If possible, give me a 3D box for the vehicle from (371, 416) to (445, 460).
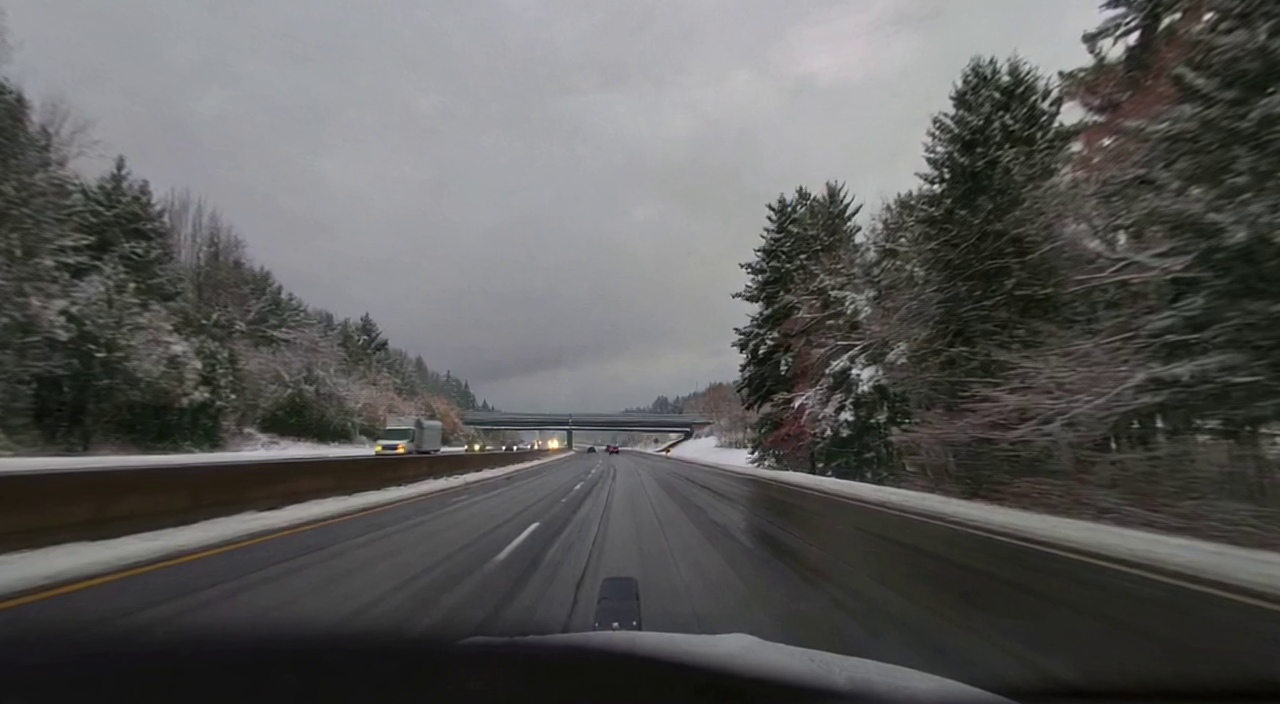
[{"bbox_3d":[-13.560,5.153,37.100,2.240,2.358,5.859,0,-9,-1],"label":"vehicle"}]
